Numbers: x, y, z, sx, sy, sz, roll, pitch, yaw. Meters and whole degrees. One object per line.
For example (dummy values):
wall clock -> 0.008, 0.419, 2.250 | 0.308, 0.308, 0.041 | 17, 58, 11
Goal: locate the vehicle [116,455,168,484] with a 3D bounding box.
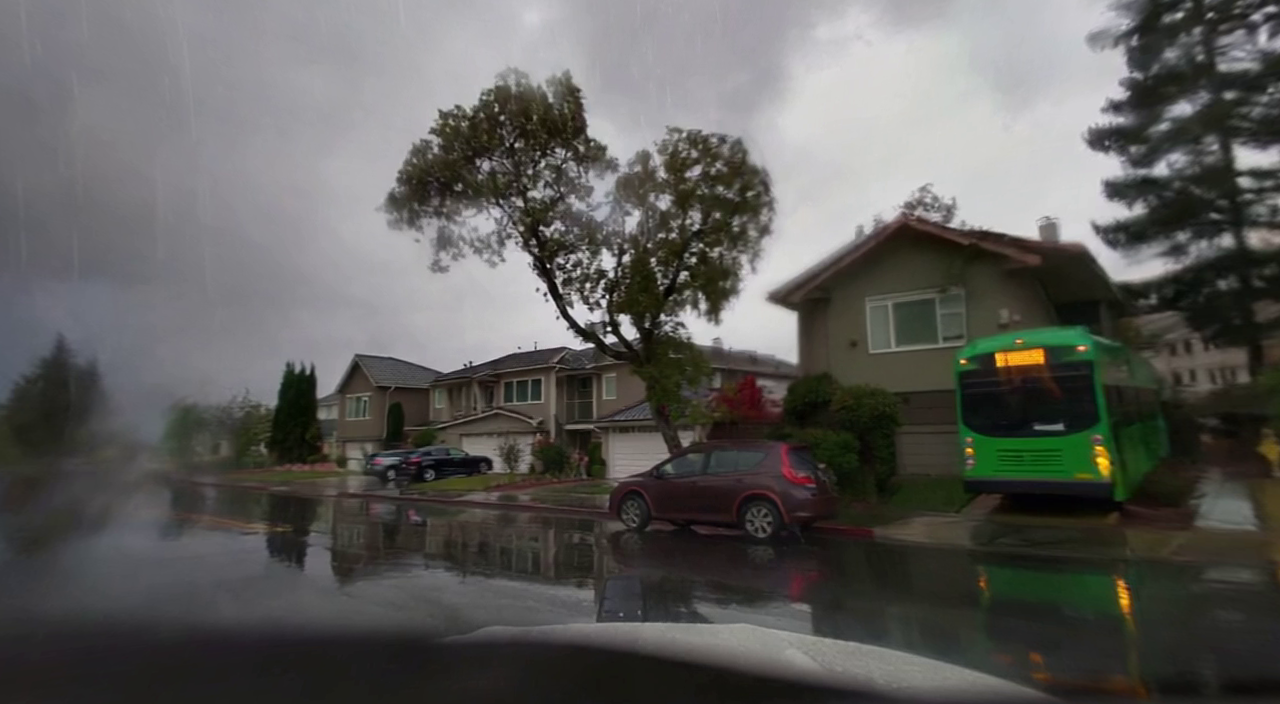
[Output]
vehicle -> -30.747, 7.196, 38.947 | 1.984, 1.601, 3.994 | 8, -12, -43

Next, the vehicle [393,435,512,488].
vehicle -> -7.723, 4.476, 26.345 | 1.920, 1.873, 4.431 | -7, -9, 39

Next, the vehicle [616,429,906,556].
vehicle -> 1.875, 2.234, 10.778 | 4.432, 1.697, 1.934 | -7, -11, 40

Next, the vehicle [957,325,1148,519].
vehicle -> 8.526, 1.472, 12.712 | 2.312, 2.921, 6.300 | -7, -11, 39
